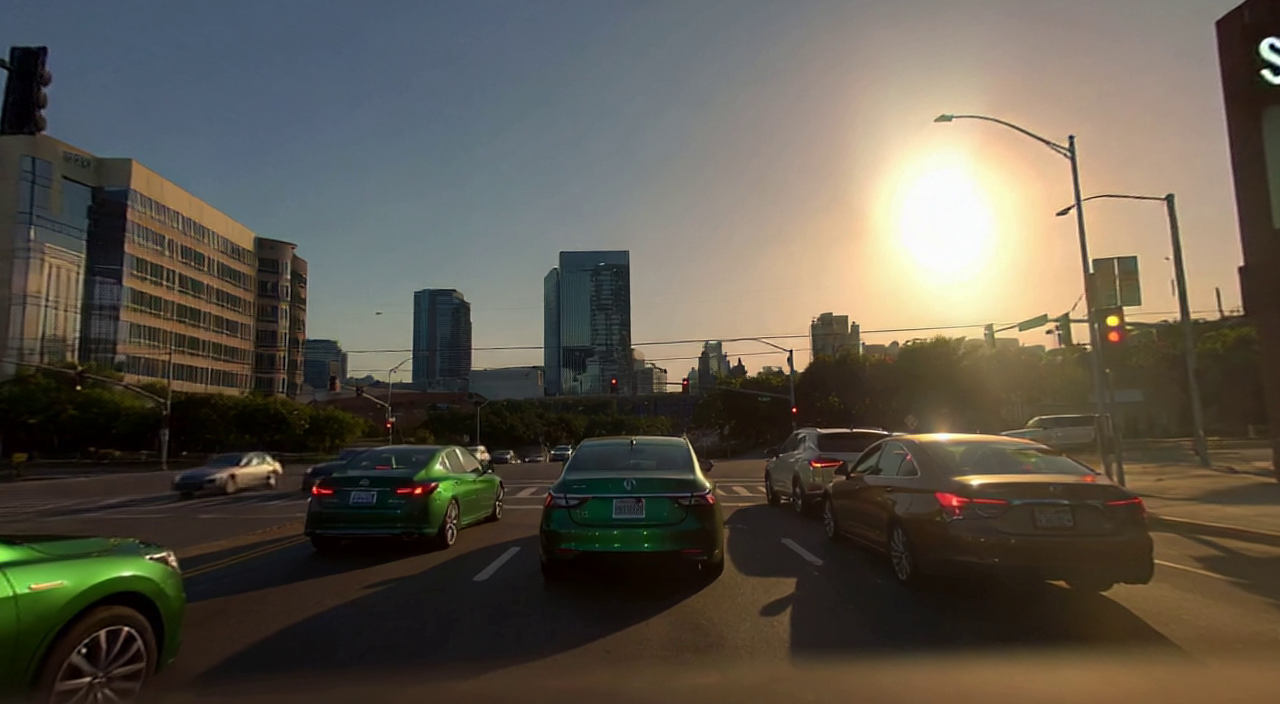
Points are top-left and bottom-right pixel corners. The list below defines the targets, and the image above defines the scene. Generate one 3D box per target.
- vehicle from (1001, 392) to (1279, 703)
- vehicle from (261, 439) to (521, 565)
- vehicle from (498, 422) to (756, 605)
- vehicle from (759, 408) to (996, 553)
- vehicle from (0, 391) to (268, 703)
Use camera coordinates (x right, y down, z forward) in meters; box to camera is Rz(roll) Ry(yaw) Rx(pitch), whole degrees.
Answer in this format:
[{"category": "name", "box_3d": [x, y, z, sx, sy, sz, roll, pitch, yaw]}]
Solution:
[{"category": "vehicle", "box_3d": [3.936, 0.971, 3.105, 1.800, 1.519, 4.198, 0, -8, 0]}, {"category": "vehicle", "box_3d": [-3.307, 2.069, 9.540, 1.995, 1.436, 4.373, -1, -8, 3]}, {"category": "vehicle", "box_3d": [-0.131, 1.656, 7.388, 2.140, 1.499, 4.119, 0, -8, -1]}, {"category": "vehicle", "box_3d": [3.300, 1.871, 9.840, 1.992, 1.744, 4.183, 0, -8, -1]}, {"category": "vehicle", "box_3d": [-3.480, 0.850, 1.836, 2.016, 1.547, 4.414, 0, -8, 1]}]
